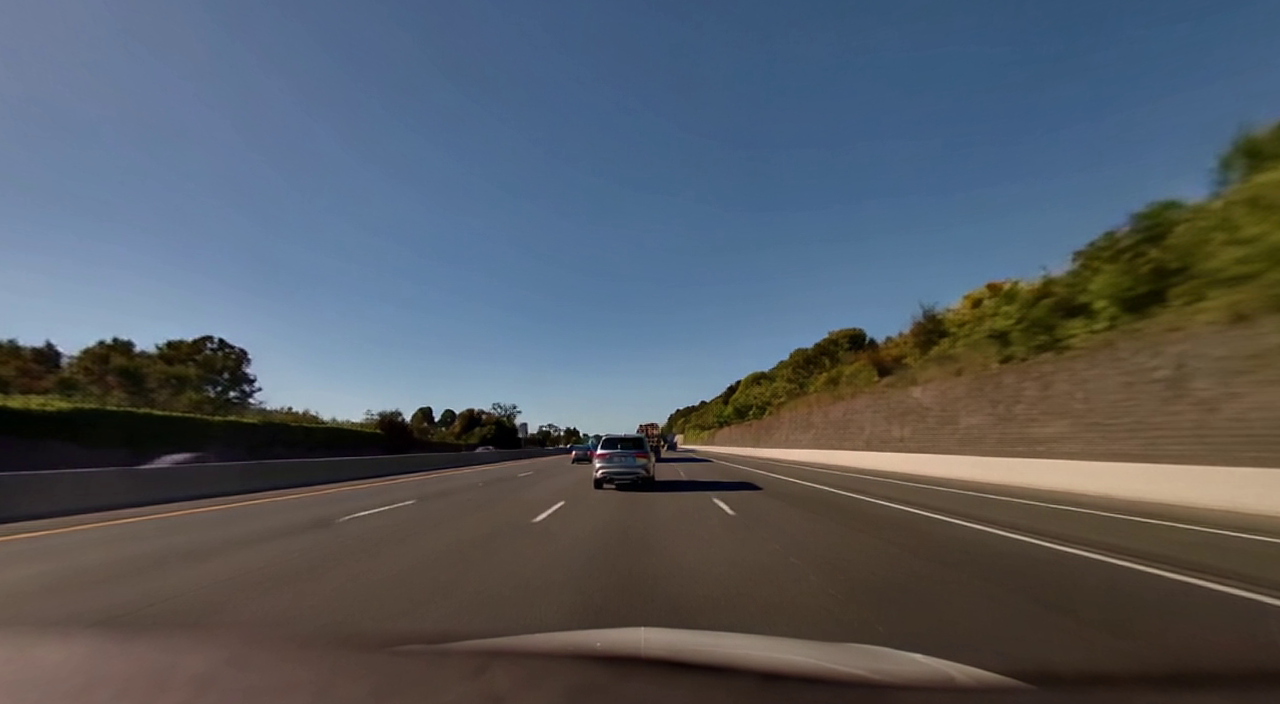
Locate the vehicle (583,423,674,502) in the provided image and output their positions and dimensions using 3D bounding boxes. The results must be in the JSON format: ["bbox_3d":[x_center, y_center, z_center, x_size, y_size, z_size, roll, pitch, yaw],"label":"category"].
[{"bbox_3d":[-0.231,2.878,16.790,2.114,1.787,4.365,0,-8,1],"label":"vehicle"}]
